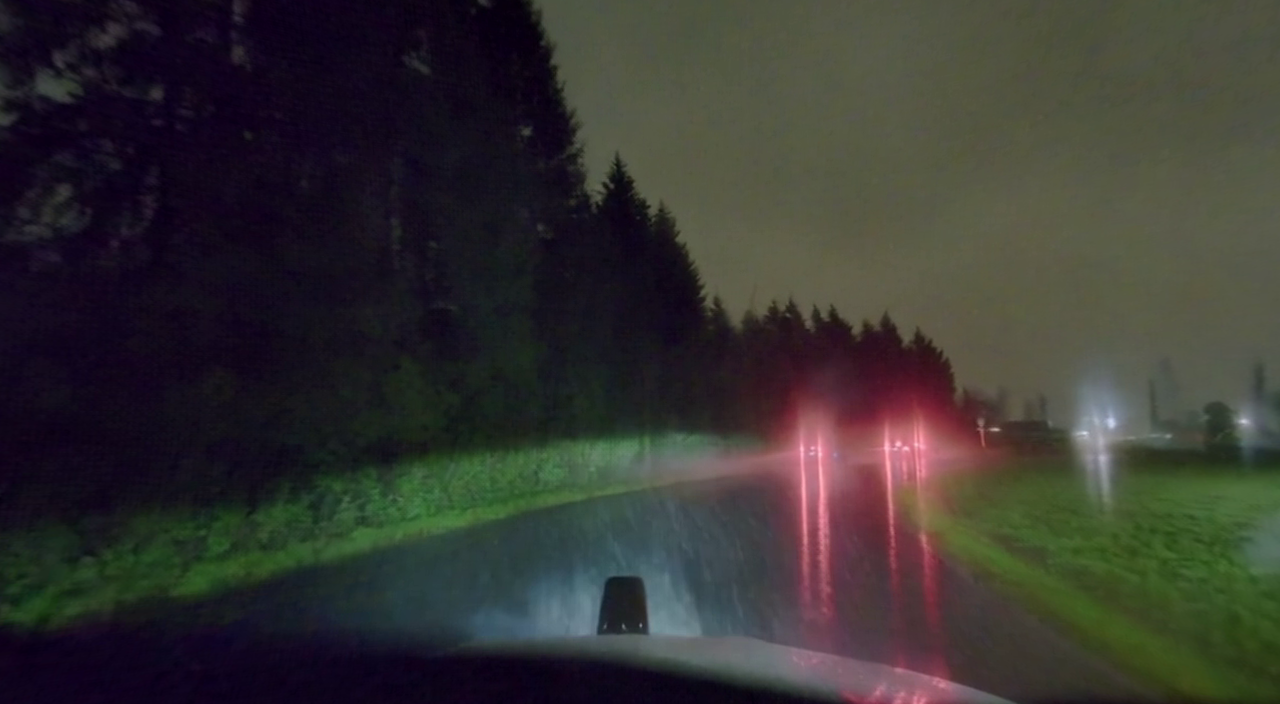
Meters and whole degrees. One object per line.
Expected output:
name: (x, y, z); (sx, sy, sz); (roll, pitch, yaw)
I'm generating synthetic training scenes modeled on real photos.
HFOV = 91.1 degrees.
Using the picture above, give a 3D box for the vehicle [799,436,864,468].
vehicle: (11.611, 6.016, 37.950); (1.988, 1.789, 4.257); (-7, -11, 44)
